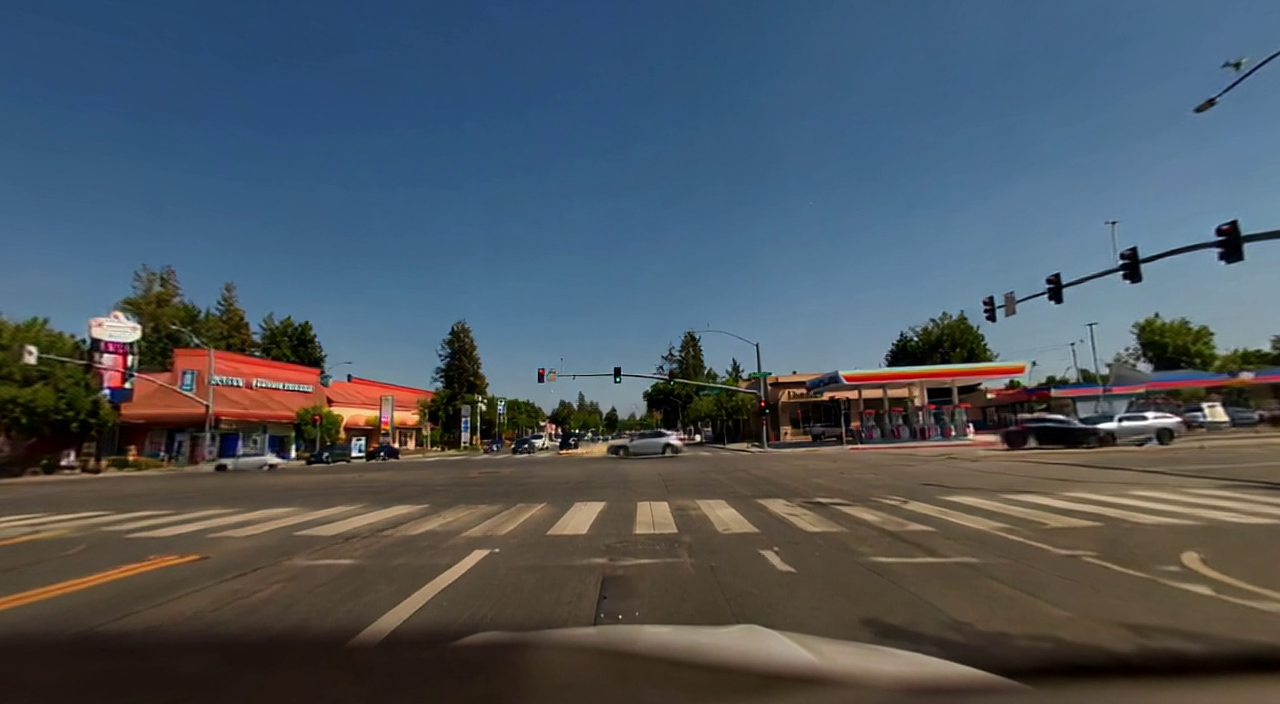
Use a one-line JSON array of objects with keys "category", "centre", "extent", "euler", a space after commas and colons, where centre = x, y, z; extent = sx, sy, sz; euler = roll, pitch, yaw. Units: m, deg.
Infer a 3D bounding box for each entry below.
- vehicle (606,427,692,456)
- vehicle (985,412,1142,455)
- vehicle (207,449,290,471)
[{"category": "vehicle", "centre": [0.638, 6.191, 43.530], "extent": [5.789, 1.893, 2.169], "euler": [-1, -8, 4]}, {"category": "vehicle", "centre": [16.708, 3.270, 25.046], "extent": [4.775, 1.466, 1.850], "euler": [-2, -8, 4]}, {"category": "vehicle", "centre": [-27.862, 7.654, 44.850], "extent": [4.737, 1.479, 1.831], "euler": [-1, -8, 4]}]
